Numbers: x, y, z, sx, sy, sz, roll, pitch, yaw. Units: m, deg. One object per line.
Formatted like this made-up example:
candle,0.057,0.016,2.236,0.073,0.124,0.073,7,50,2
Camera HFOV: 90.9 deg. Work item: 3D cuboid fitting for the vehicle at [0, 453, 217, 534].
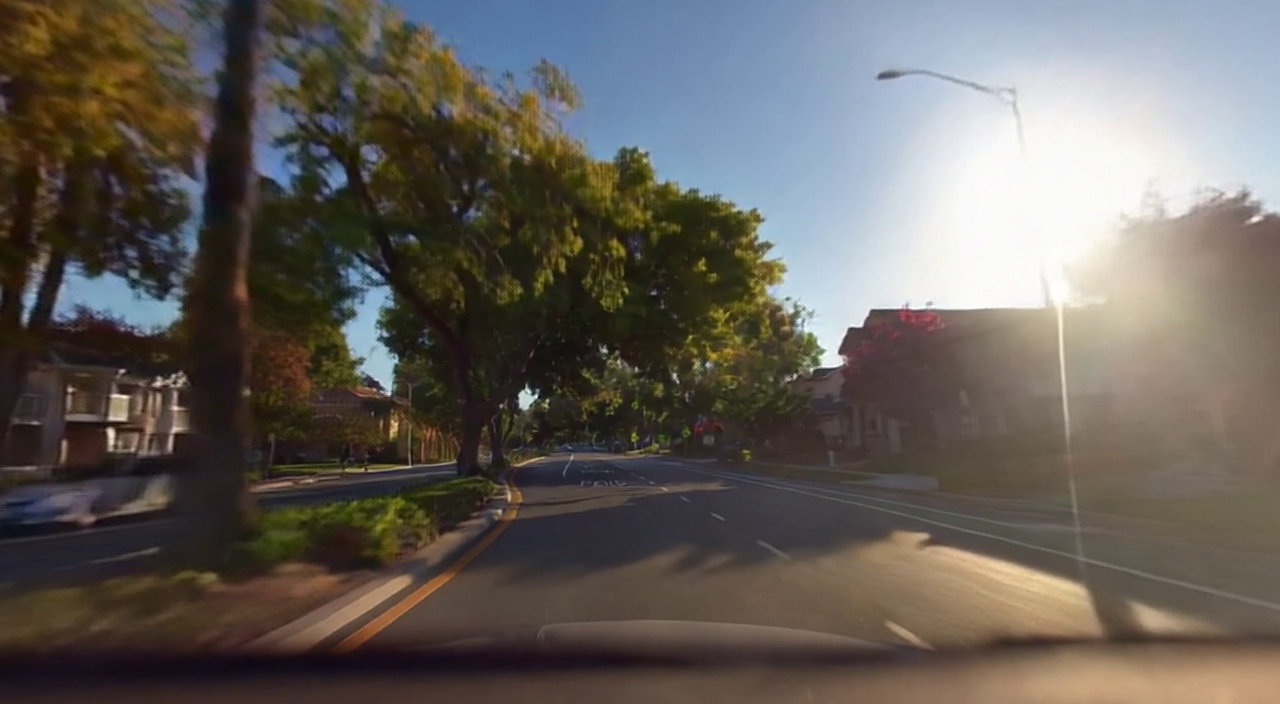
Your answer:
vehicle,-12.322,3.136,14.644,1.965,1.492,4.498,0,-8,-2
